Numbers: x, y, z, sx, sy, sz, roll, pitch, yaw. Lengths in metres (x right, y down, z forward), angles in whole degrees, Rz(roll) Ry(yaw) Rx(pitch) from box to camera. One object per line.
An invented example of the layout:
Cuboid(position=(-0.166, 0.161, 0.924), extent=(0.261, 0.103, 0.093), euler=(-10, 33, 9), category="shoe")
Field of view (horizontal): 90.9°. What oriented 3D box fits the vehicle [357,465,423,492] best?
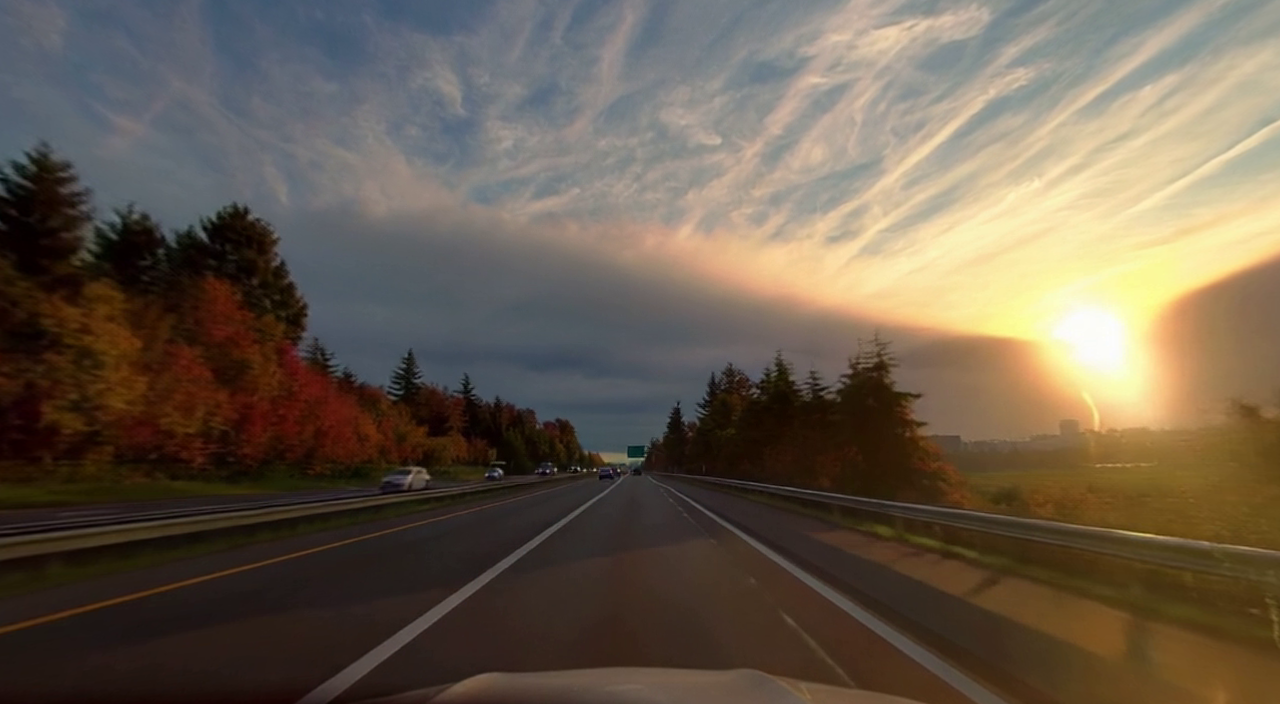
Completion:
Cuboid(position=(-14.649, 7.461, 37.250), extent=(1.945, 1.454, 4.343), euler=(0, -11, 2), category="vehicle")
